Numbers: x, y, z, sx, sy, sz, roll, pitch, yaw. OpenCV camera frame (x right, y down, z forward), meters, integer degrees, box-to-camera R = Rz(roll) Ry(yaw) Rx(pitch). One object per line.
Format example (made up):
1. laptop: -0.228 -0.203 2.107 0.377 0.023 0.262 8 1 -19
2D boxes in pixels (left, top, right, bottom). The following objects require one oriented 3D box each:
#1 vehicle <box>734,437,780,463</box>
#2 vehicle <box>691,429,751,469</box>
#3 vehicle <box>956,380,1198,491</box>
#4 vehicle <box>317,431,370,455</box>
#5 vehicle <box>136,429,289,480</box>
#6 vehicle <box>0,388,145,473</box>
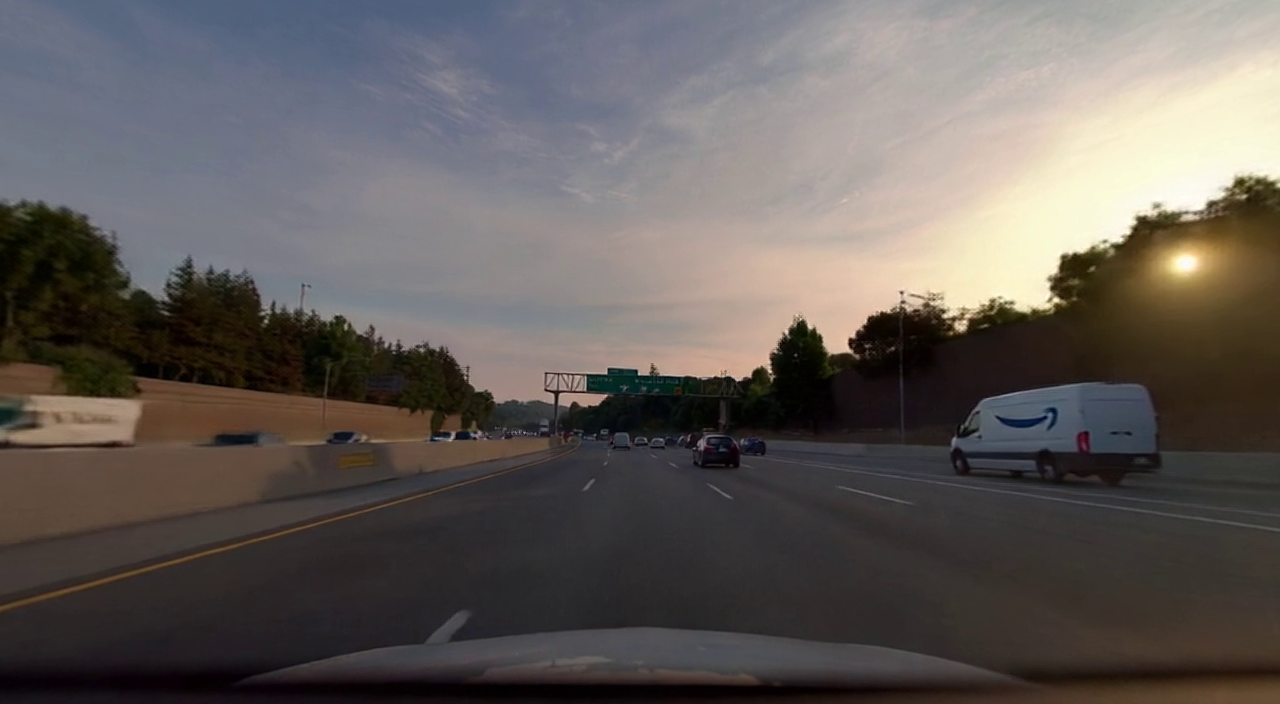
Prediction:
1. vehicle: 6.935 5.861 37.803 1.798 1.473 4.077 0 -8 -2
2. vehicle: 3.786 4.635 30.229 2.141 1.732 4.279 0 -8 -2
3. vehicle: 12.767 2.599 19.395 2.274 2.802 6.802 0 -8 -3
4. vehicle: -22.151 6.859 47.295 1.915 1.683 4.596 0 -8 -2
5. vehicle: -13.790 3.330 20.762 1.859 1.472 4.558 0 -8 -1
6. vehicle: -25.010 3.362 26.535 3.027 3.116 6.548 0 -8 -1
